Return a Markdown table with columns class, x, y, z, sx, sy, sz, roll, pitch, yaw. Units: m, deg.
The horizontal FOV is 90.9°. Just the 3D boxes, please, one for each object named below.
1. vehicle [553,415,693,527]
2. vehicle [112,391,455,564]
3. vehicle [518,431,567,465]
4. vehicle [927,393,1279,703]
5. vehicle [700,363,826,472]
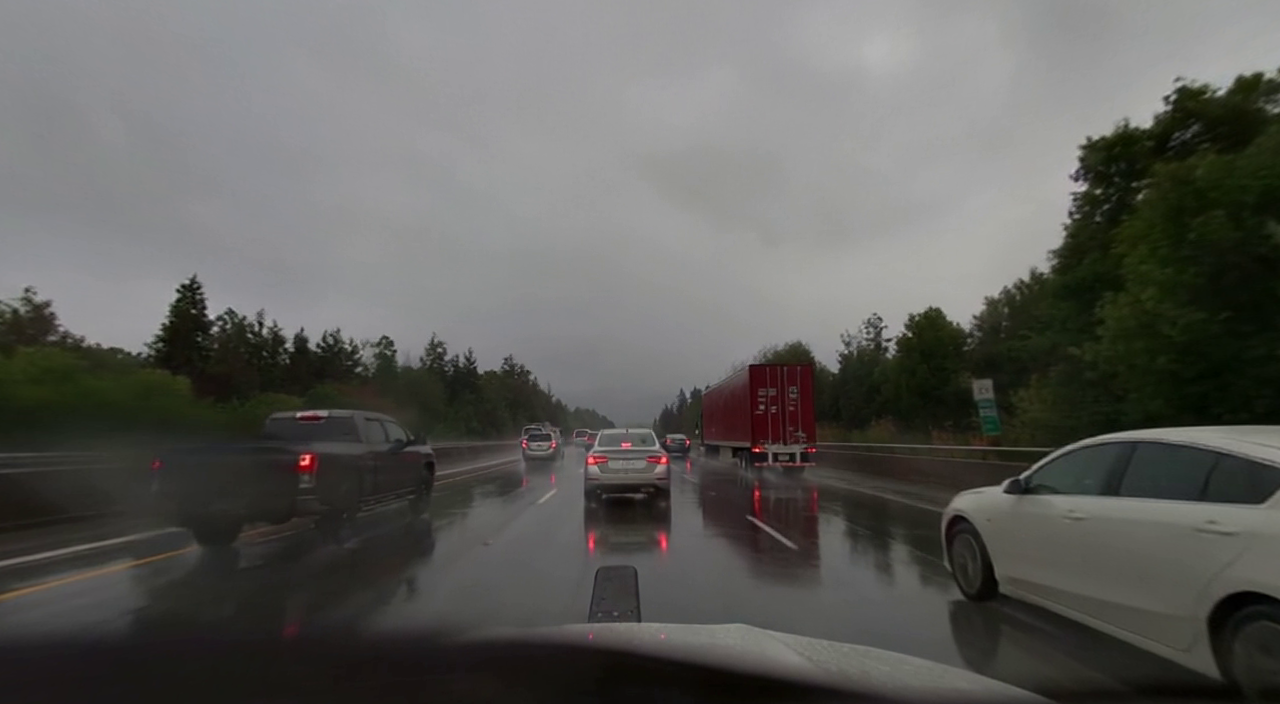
| class | x | y | z | sx | sy | sz | roll | pitch | yaw |
| --- | --- | --- | --- | --- | --- | --- | --- | --- | --- |
| vehicle | -0.293 | 2.037 | 11.368 | 2.083 | 1.647 | 3.799 | 0 | -8 | -2 |
| vehicle | -4.360 | 1.611 | 8.884 | 2.101 | 1.767 | 4.702 | 0 | -8 | -1 |
| vehicle | -5.010 | 4.975 | 32.913 | 1.971 | 1.648 | 3.983 | 0 | -8 | 0 |
| vehicle | 3.554 | 1.049 | 3.561 | 1.951 | 1.477 | 3.963 | 0 | -8 | 0 |
| vehicle | 5.352 | 3.433 | 31.029 | 2.888 | 4.135 | 14.071 | 0 | -8 | -2 |
